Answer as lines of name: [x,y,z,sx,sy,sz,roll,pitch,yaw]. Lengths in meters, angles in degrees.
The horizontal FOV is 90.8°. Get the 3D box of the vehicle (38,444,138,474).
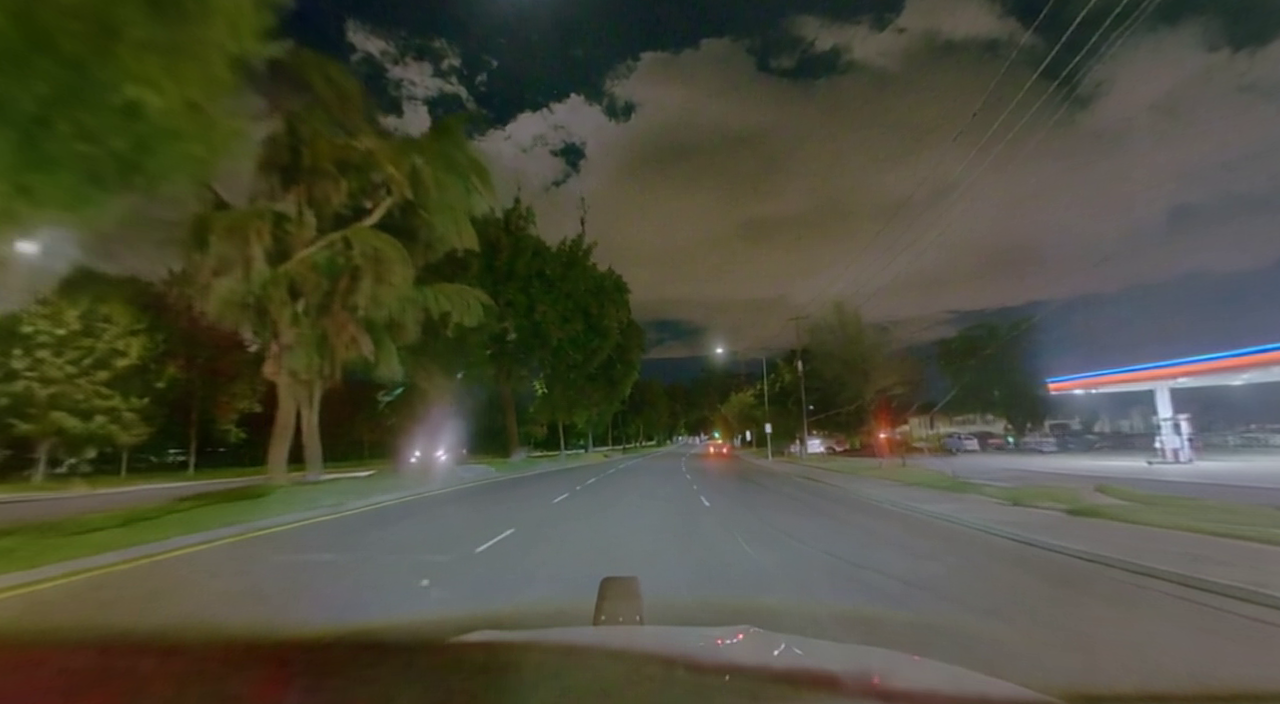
vehicle: [-33.184,6.450,38.181,2.051,1.639,4.354,-1,-9,0]

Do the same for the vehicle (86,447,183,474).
vehicle: [-30.485,6.535,38.305,1.884,1.490,4.627,0,-9,2]
